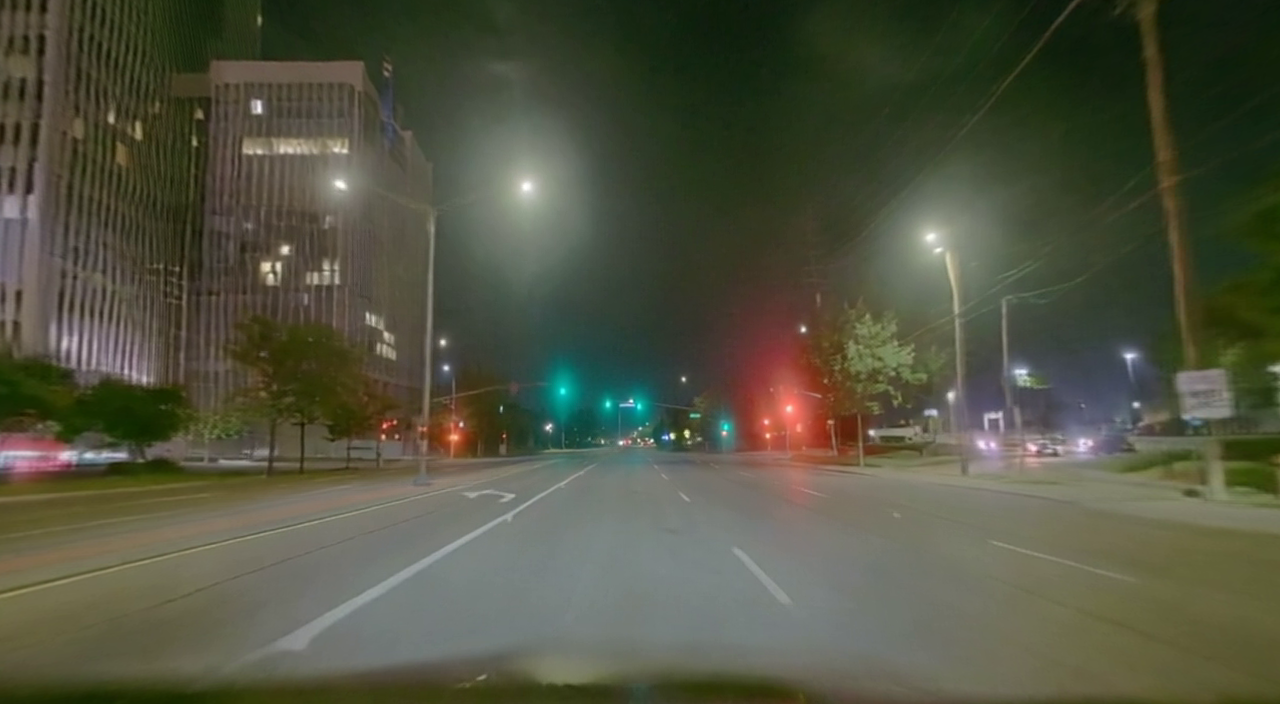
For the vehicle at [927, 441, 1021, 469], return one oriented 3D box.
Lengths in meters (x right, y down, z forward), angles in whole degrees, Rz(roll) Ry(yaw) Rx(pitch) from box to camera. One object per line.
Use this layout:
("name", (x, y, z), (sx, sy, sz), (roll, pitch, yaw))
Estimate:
("vehicle", (19.194, 5.888, 36.398), (4.376, 1.483, 1.828), (-8, -12, 44))
